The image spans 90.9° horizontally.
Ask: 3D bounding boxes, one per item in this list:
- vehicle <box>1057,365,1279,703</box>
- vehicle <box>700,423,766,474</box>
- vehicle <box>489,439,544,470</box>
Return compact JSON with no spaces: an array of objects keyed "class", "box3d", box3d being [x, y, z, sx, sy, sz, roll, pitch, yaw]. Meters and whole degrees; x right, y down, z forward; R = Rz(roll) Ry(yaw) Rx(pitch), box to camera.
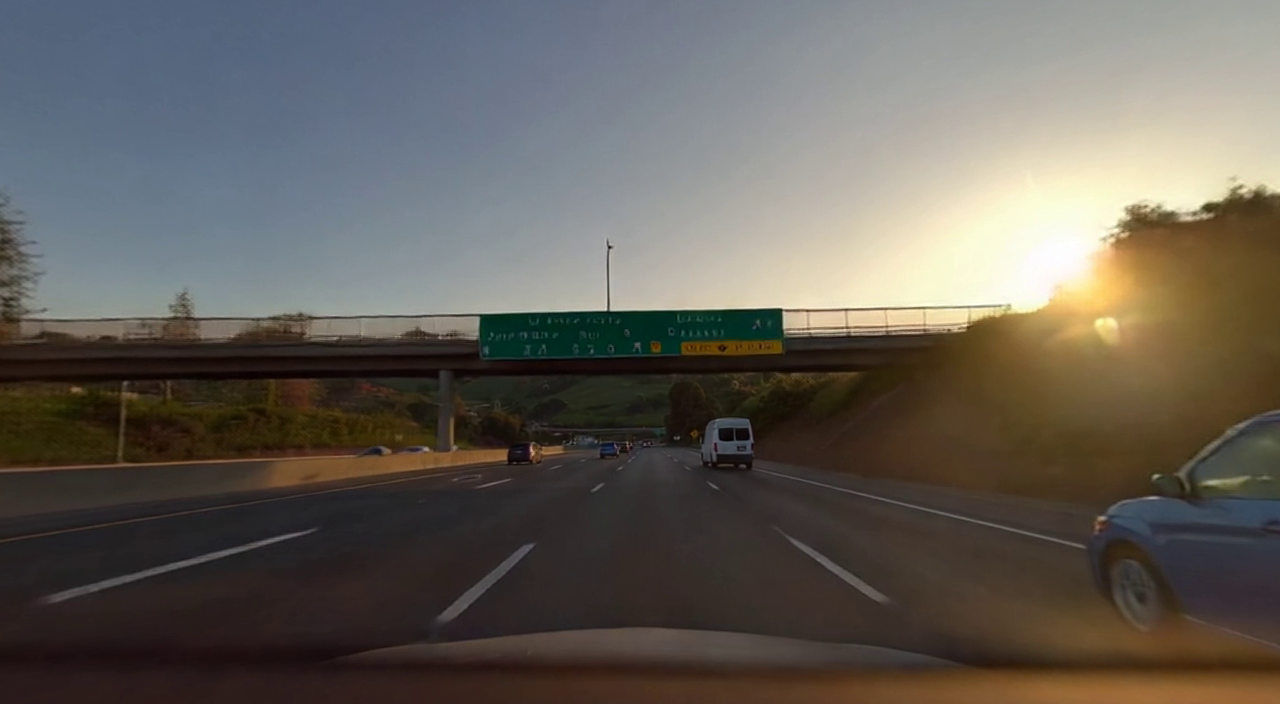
[{"class":"vehicle","box3d":[4.173,0.808,2.391,2.100,1.690,4.536,0,-8,1]},{"class":"vehicle","box3d":[4.381,4.669,30.614,2.347,2.234,5.352,0,-8,0]},{"class":"vehicle","box3d":[-6.943,5.798,35.943,2.068,1.632,4.623,-1,-8,1]}]
